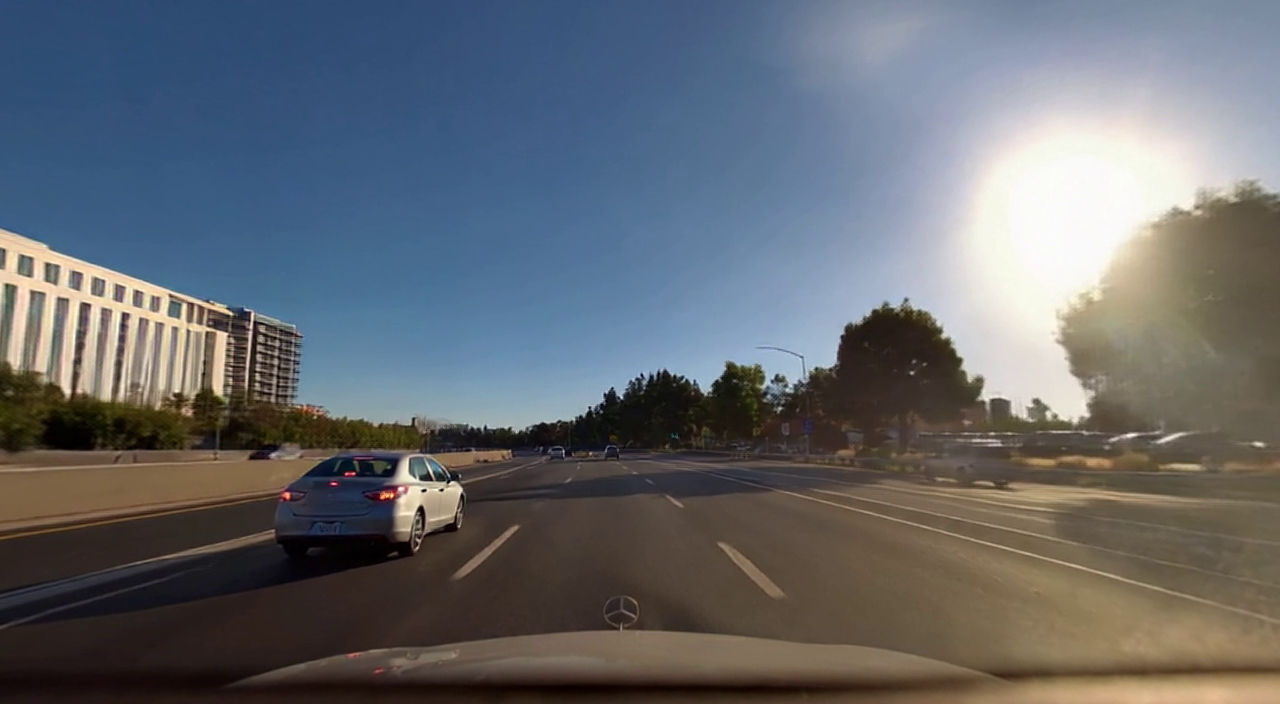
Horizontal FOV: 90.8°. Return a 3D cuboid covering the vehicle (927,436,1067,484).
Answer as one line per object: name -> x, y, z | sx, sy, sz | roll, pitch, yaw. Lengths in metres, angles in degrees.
vehicle -> 13.216, 4.021, 23.882 | 1.983, 1.613, 5.190 | 0, -8, -4

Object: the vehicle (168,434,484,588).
vehicle -> -3.599, 1.871, 8.381 | 2.018, 1.476, 4.364 | 0, -8, -1
